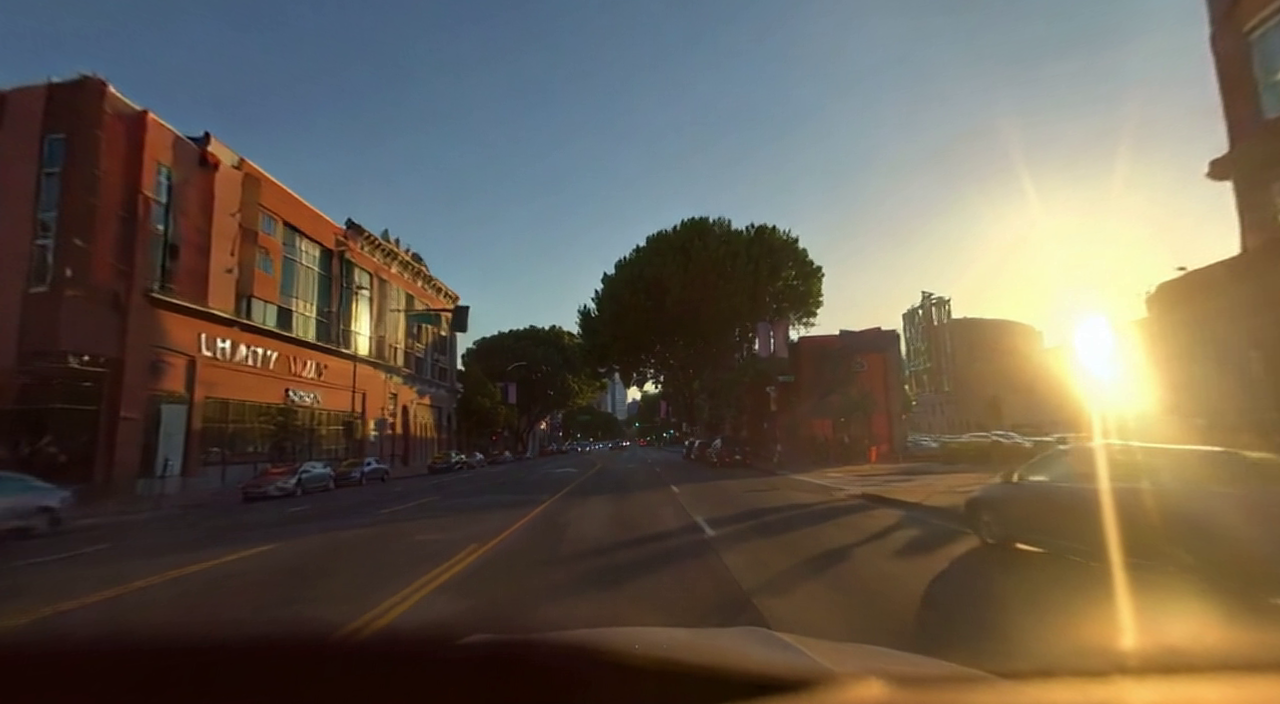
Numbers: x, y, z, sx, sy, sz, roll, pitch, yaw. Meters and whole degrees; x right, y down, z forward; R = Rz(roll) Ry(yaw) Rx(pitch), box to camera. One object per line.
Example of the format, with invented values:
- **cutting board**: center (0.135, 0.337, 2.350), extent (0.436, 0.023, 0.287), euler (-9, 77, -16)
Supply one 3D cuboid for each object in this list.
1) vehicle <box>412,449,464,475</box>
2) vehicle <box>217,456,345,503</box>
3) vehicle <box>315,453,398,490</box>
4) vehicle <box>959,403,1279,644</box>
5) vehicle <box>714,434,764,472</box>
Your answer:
- **vehicle**: center (-12.555, 6.833, 39.447), extent (1.804, 1.533, 4.121), euler (0, -8, 1)
- **vehicle**: center (-12.716, 4.513, 22.795), extent (1.945, 1.451, 4.522), euler (0, -8, 0)
- **vehicle**: center (-12.512, 5.278, 28.217), extent (1.842, 1.461, 4.371), euler (0, -8, -2)
- **vehicle**: center (5.866, 1.601, 6.835), extent (2.150, 1.805, 4.870), euler (0, -8, -1)
- **vehicle**: center (5.491, 5.660, 35.621), extent (2.010, 1.943, 4.319), euler (-2, -9, -1)
